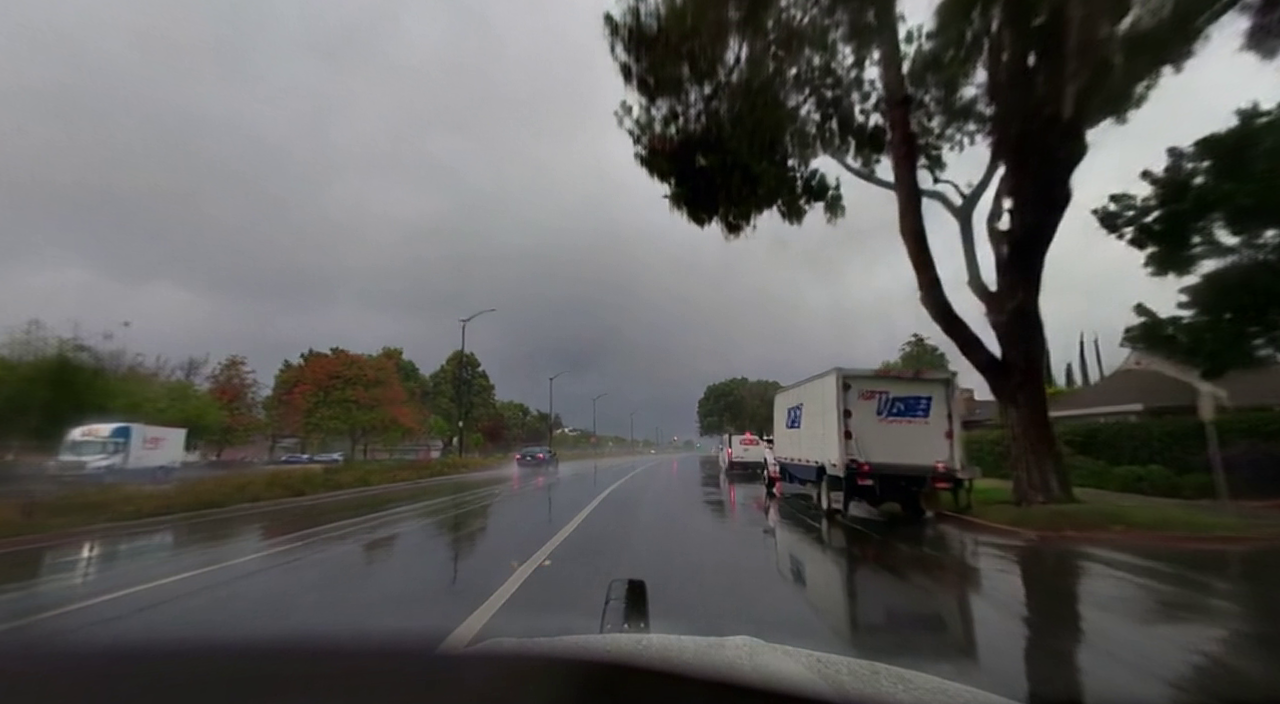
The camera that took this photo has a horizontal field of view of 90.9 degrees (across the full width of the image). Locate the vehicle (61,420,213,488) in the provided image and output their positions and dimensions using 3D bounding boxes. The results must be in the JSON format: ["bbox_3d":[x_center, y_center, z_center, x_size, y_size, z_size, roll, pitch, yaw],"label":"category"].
[{"bbox_3d":[-22.546,4.594,28.728,2.421,2.746,5.968,1,-8,-6],"label":"vehicle"}]

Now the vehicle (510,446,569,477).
[{"bbox_3d":[-5.154,5.654,32.914,2.060,1.473,4.645,0,-8,3],"label":"vehicle"}]

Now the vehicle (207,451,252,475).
[{"bbox_3d":[-30.551,8.195,46.856,2.118,1.670,4.487,7,-11,-40],"label":"vehicle"}]

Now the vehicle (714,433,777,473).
[{"bbox_3d":[5.751,5.636,35.380,2.695,2.013,6.661,0,-8,3],"label":"vehicle"}]
